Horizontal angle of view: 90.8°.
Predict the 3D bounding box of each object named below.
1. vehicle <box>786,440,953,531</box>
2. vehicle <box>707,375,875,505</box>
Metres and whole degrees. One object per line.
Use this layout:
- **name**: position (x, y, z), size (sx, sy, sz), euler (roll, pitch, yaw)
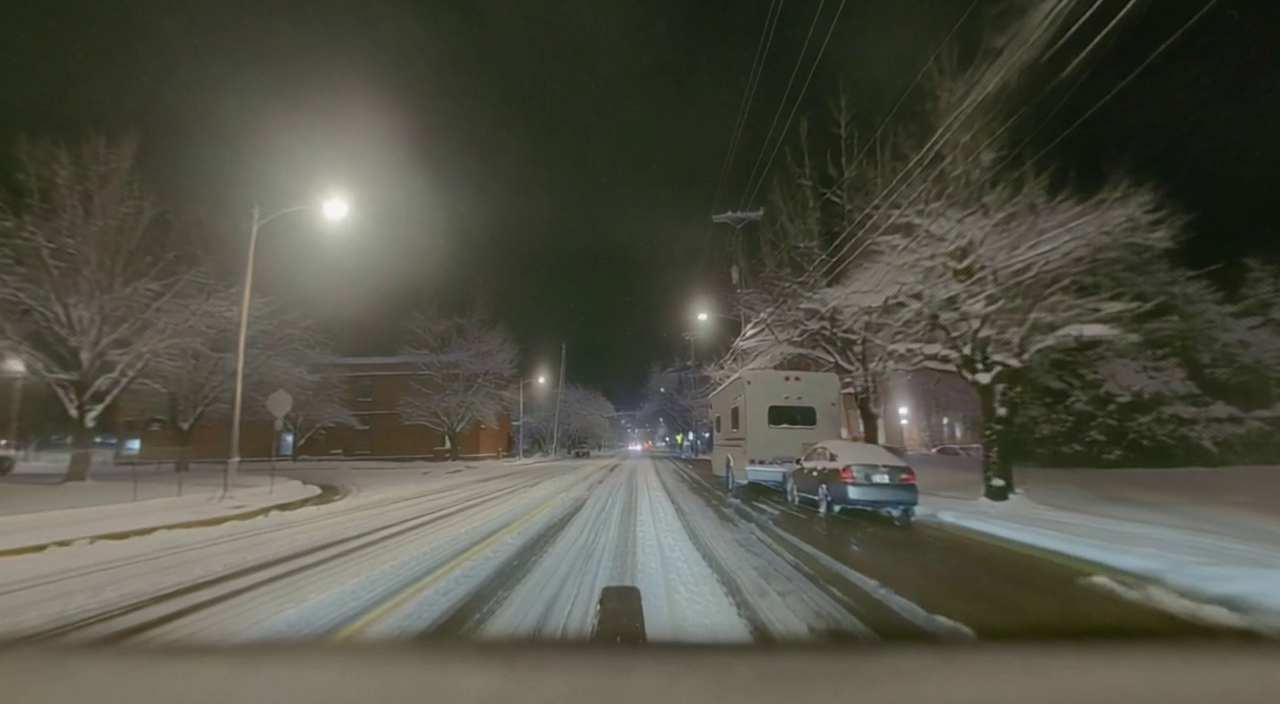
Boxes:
- **vehicle**: position (4.416, 2.594, 12.839), size (1.852, 1.497, 3.672), euler (-2, -8, -2)
- **vehicle**: position (4.259, 2.864, 20.336), size (3.110, 3.241, 8.788), euler (0, -9, -1)
